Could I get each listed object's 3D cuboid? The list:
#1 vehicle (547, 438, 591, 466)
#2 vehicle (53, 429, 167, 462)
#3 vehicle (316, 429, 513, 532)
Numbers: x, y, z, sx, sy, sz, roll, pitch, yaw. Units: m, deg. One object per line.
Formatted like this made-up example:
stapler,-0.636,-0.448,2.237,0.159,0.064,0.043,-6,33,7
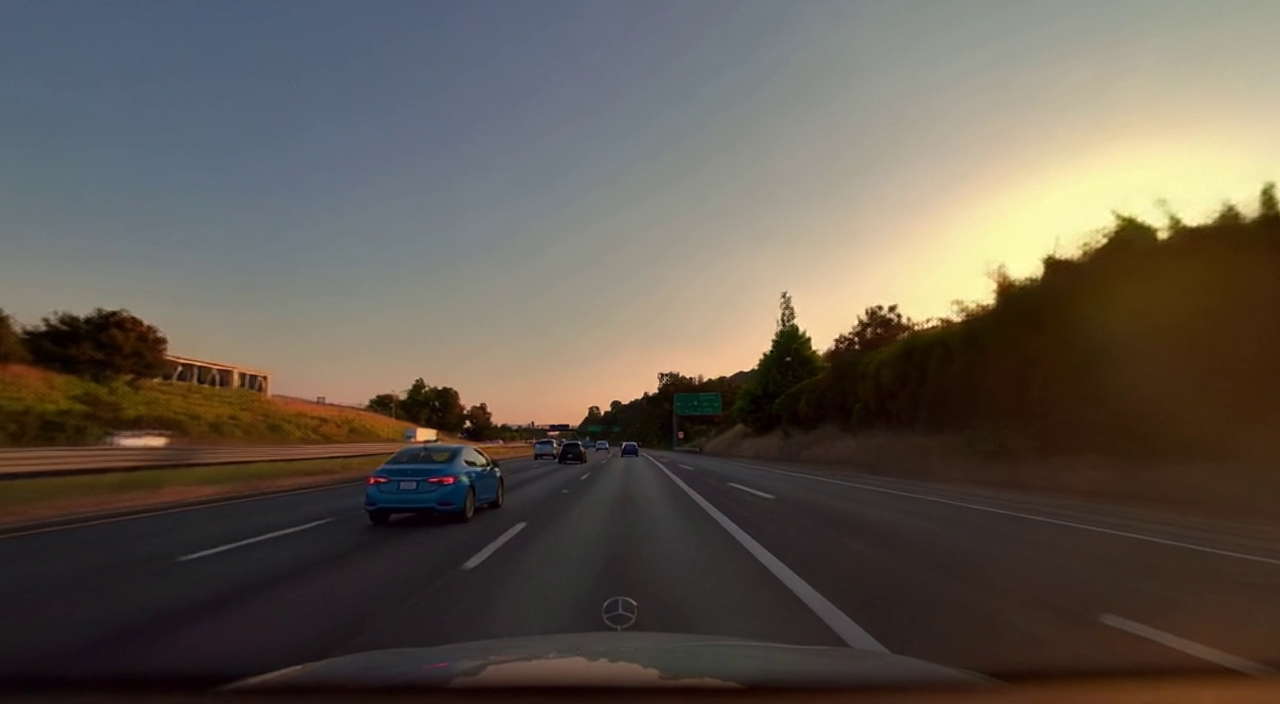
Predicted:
vehicle,-4.080,5.817,36.921,2.068,1.501,4.395,0,-8,-1
vehicle,-32.570,5.788,39.121,2.192,1.923,5.611,0,-8,0
vehicle,-3.804,2.241,11.668,2.025,1.506,4.429,0,-8,0
